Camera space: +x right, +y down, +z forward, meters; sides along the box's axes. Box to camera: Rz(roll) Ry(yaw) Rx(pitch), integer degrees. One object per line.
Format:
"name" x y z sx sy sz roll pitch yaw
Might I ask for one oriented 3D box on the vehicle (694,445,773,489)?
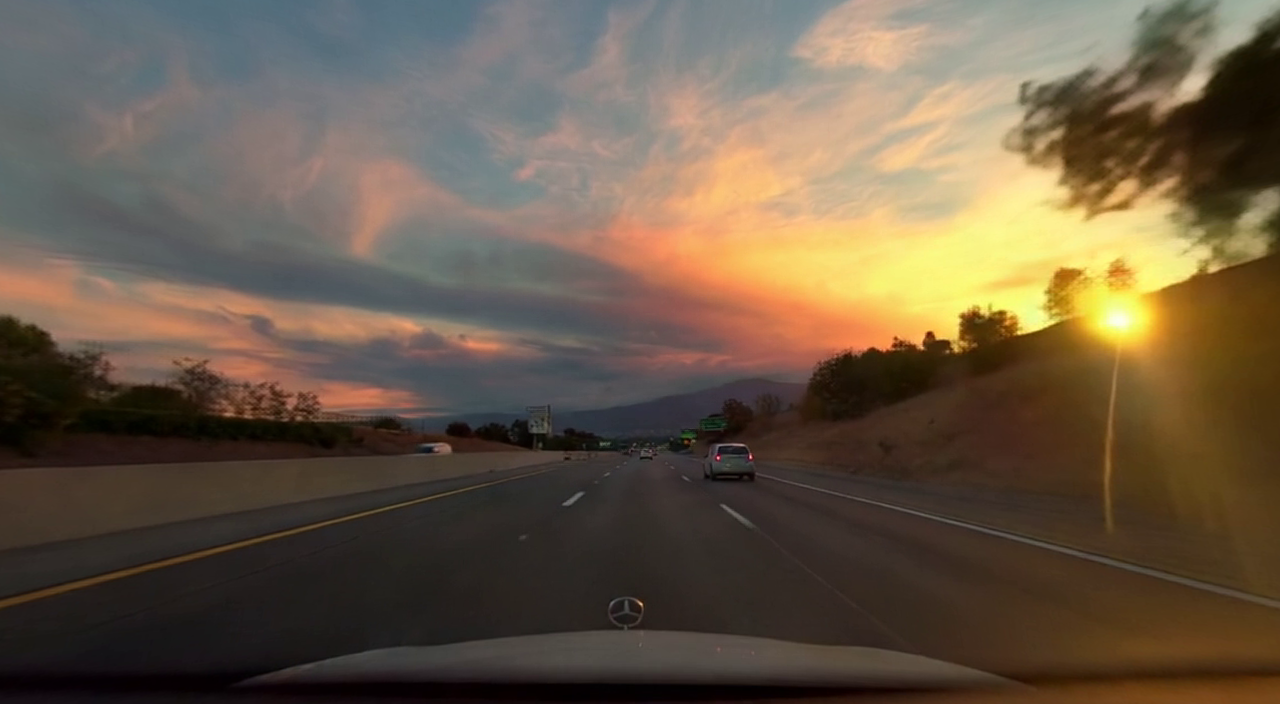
"vehicle" 3.382 4.229 23.692 2.193 1.462 4.533 0 -8 -1
